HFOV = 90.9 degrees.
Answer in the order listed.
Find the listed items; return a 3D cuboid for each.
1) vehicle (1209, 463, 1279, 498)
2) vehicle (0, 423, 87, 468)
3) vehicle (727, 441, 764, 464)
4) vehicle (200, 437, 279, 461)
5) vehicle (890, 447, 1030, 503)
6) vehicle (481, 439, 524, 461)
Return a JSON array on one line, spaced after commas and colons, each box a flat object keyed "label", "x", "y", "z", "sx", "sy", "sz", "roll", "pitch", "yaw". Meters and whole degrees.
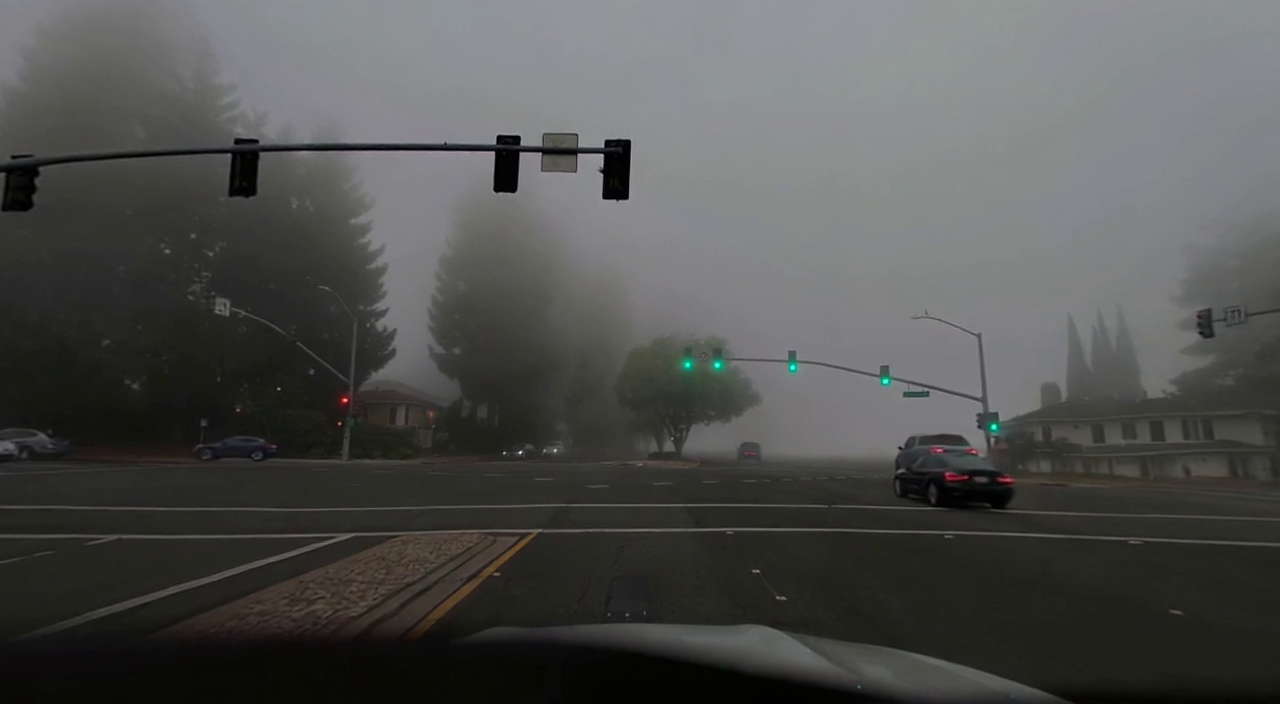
[{"label": "vehicle", "x": 28.801, "y": 5.791, "z": 28.575, "sx": 4.082, "sy": 1.465, "sz": 2.004, "roll": 0, "pitch": -8, "yaw": -2}, {"label": "vehicle", "x": -27.017, "y": 3.968, "z": 26.791, "sx": 4.911, "sy": 1.801, "sz": 2.129, "roll": 0, "pitch": -8, "yaw": 0}, {"label": "vehicle", "x": 7.596, "y": 7.296, "z": 45.703, "sx": 1.962, "sy": 1.568, "sz": 4.430, "roll": 0, "pitch": -8, "yaw": 1}, {"label": "vehicle", "x": -27.436, "y": 6.638, "z": 43.257, "sx": 1.917, "sy": 1.543, "sz": 4.027, "roll": -6, "pitch": -11, "yaw": 36}, {"label": "vehicle", "x": 9.757, "y": 3.752, "z": 19.767, "sx": 1.947, "sy": 1.481, "sz": 4.745, "roll": 0, "pitch": -8, "yaw": 1}, {"label": "vehicle", "x": -10.073, "y": 7.217, "z": 46.508, "sx": 2.039, "sy": 1.519, "sz": 4.356, "roll": -1, "pitch": -8, "yaw": 2}]
